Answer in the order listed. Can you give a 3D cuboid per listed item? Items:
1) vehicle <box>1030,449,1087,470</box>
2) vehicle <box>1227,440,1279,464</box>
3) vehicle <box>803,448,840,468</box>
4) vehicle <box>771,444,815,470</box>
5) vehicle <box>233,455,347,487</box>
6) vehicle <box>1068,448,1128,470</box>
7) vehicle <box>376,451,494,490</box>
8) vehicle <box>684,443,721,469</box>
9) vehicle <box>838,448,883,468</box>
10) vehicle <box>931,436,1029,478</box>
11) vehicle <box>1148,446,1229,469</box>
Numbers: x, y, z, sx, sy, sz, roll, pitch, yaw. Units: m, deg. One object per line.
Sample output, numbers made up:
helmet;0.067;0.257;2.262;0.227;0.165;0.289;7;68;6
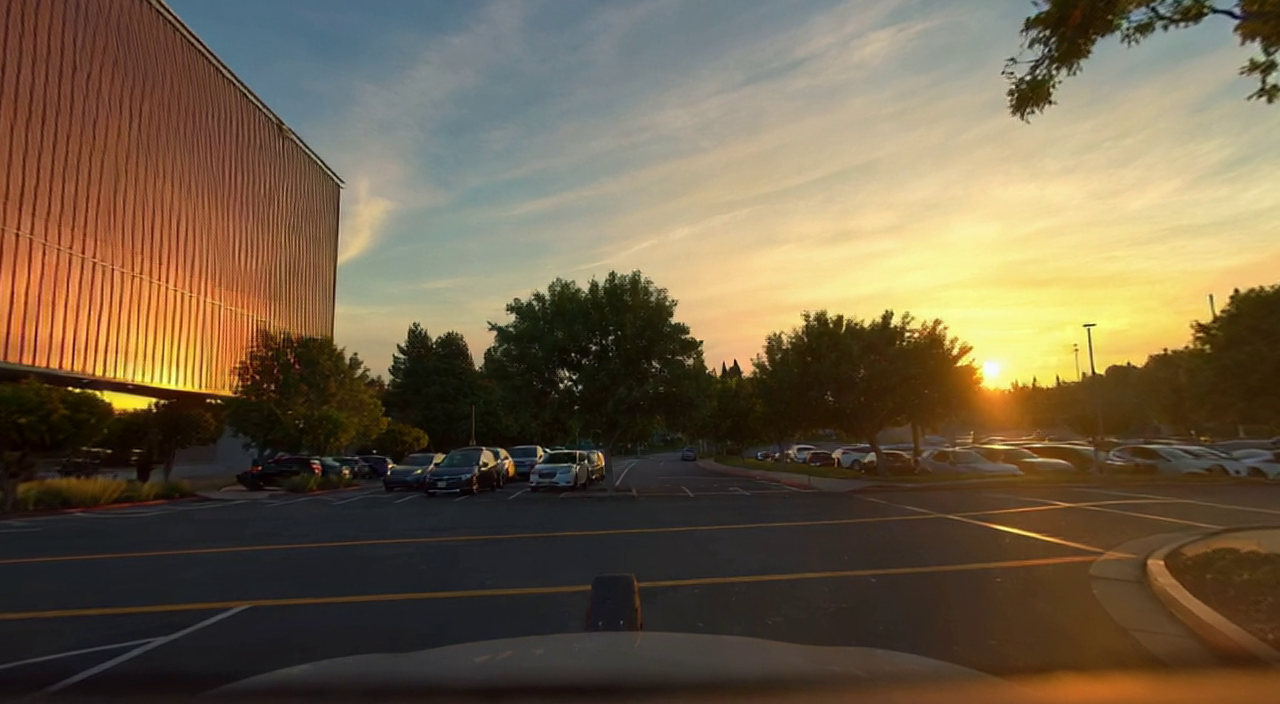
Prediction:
vehicle;28.318;7.287;42.885;1.495;1.371;3.336;0;-9;-1
vehicle;43.061;6.813;43.081;1.758;1.572;4.421;0;-8;1
vehicle;14.202;8.302;49.643;1.935;1.477;3.719;0;-8;3
vehicle;10.526;7.206;43.704;1.936;1.673;4.305;0;-8;0
vehicle;-16.742;5.695;30.361;4.331;1.437;1.876;0;-8;2
vehicle;31.292;7.308;43.260;1.519;1.371;3.278;0;-8;-1
vehicle;-8.706;4.980;26.902;4.442;1.504;1.809;4;-10;-28
vehicle;4.613;7.751;47.297;2.262;1.794;5.331;0;-8;1
vehicle;17.055;8.223;49.081;1.971;1.478;4.477;0;-8;1
vehicle;16.477;5.097;30.975;2.048;1.852;4.998;0;-9;1
vehicle;37.013;7.118;42.769;1.678;1.423;4.191;0;-8;-2
